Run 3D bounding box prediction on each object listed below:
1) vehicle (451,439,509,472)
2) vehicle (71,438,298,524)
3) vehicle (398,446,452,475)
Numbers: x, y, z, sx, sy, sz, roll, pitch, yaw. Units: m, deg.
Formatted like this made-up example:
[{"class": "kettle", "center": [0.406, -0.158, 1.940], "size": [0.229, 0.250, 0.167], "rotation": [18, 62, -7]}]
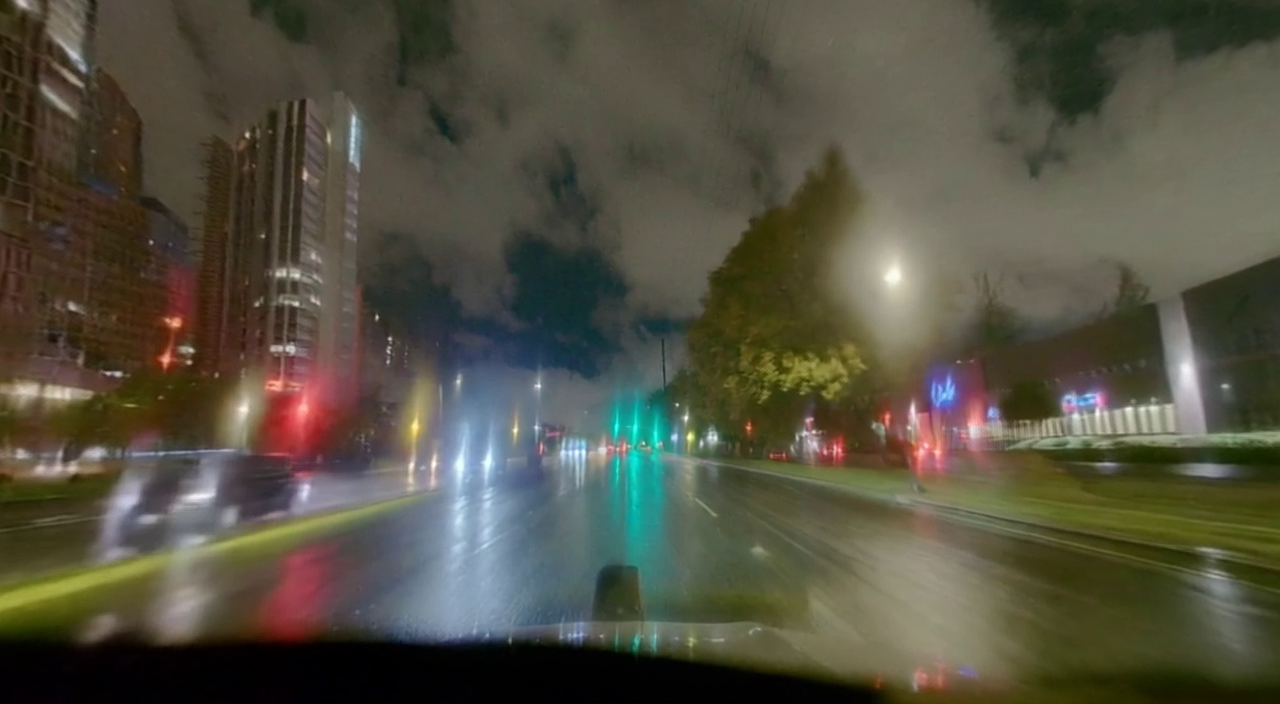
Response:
[{"class": "vehicle", "center": [-10.280, 6.683, 41.125], "size": [2.197, 1.961, 5.695], "rotation": [-1, -9, 1]}, {"class": "vehicle", "center": [-10.510, 2.974, 15.160], "size": [2.025, 1.704, 4.523], "rotation": [0, -9, 1]}, {"class": "vehicle", "center": [-13.596, 6.867, 40.255], "size": [1.918, 1.679, 4.213], "rotation": [0, -9, 1]}]
